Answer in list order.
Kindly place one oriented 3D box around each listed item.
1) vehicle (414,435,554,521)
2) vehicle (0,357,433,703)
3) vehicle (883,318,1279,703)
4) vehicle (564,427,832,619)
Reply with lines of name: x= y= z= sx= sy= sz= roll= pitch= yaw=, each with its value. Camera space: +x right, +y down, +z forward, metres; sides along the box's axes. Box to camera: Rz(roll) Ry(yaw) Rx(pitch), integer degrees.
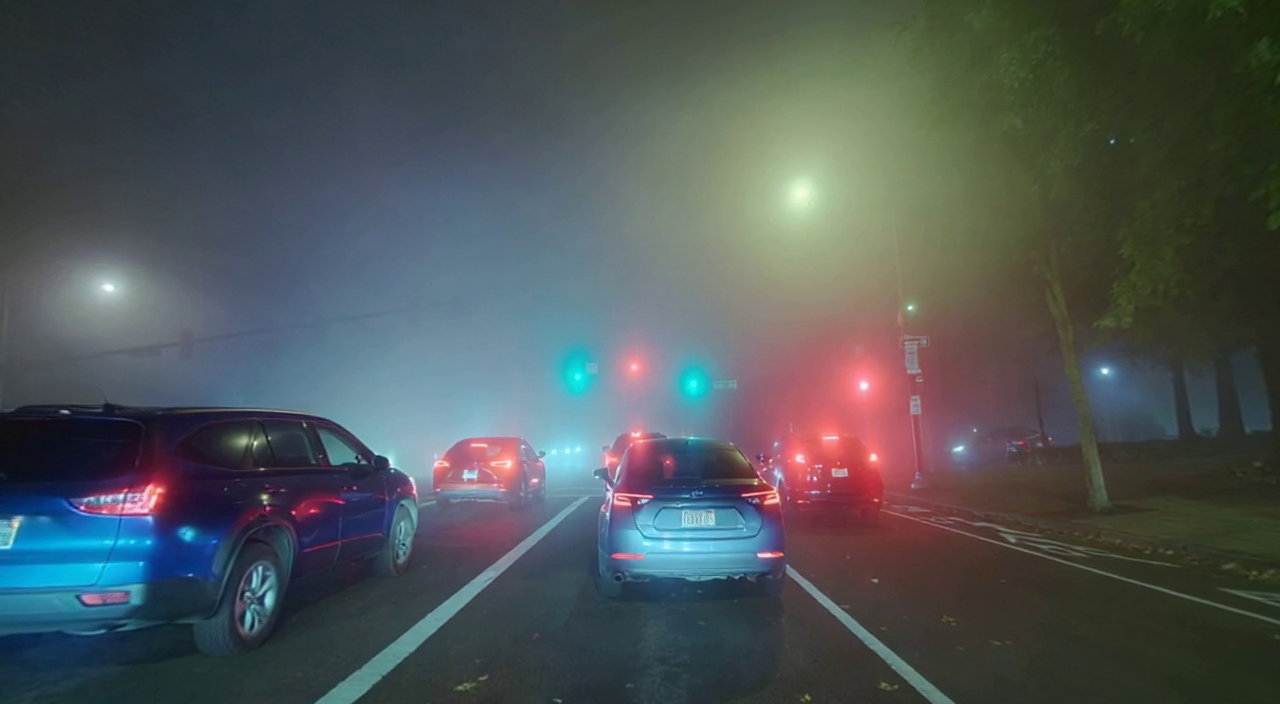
vehicle: x=-3.071 y=2.566 z=13.330 sx=1.868 sy=1.516 sz=4.114 roll=0 pitch=-8 yaw=1
vehicle: x=-3.466 y=1.220 z=5.286 sx=1.889 sy=1.767 sz=4.289 roll=0 pitch=-8 yaw=1
vehicle: x=3.030 y=0.921 z=3.052 sx=1.880 sy=1.747 sz=4.500 roll=0 pitch=-8 yaw=0
vehicle: x=0.442 y=1.612 z=6.852 sx=2.051 sy=1.460 sz=3.932 roll=0 pitch=-8 yaw=0
